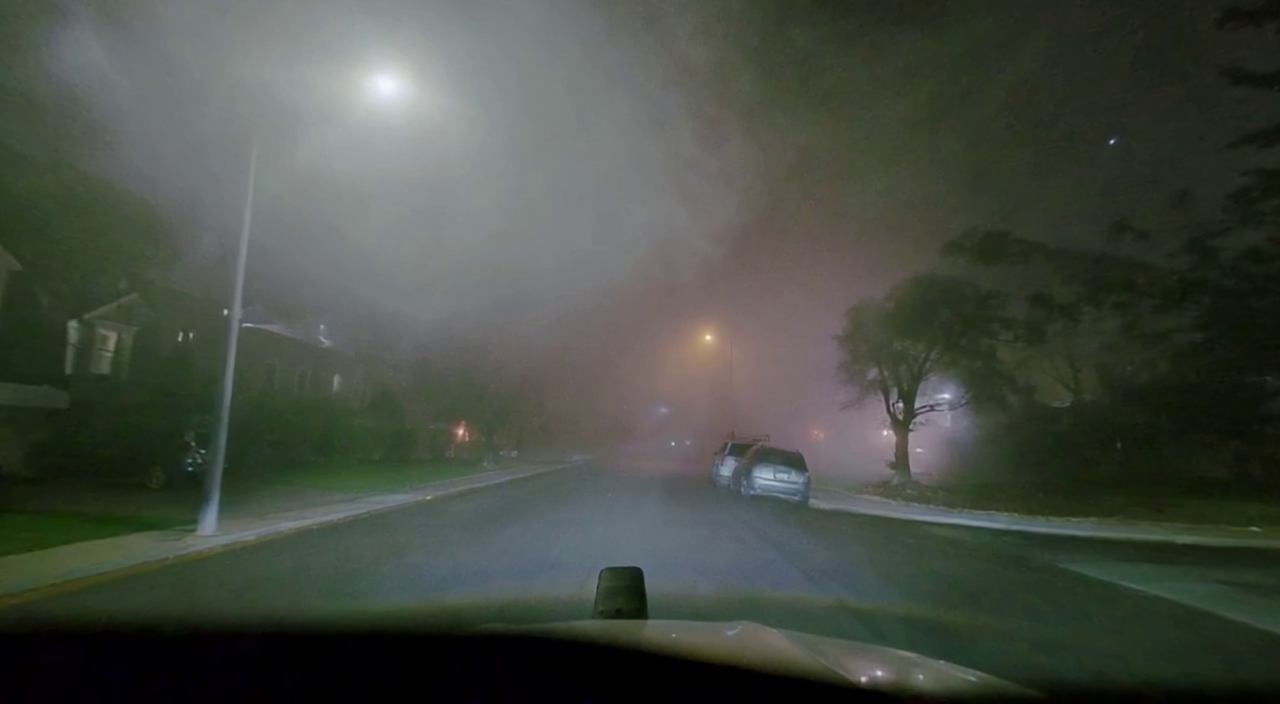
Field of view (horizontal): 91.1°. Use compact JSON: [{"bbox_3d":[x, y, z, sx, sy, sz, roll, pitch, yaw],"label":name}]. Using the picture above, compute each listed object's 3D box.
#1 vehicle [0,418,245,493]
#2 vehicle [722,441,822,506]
[{"bbox_3d":[-13.543,2.734,16.689,4.686,1.834,1.997,0,-9,0],"label":"vehicle"},{"bbox_3d":[3.498,3.284,17.542,1.976,1.552,4.442,0,-9,2],"label":"vehicle"}]
